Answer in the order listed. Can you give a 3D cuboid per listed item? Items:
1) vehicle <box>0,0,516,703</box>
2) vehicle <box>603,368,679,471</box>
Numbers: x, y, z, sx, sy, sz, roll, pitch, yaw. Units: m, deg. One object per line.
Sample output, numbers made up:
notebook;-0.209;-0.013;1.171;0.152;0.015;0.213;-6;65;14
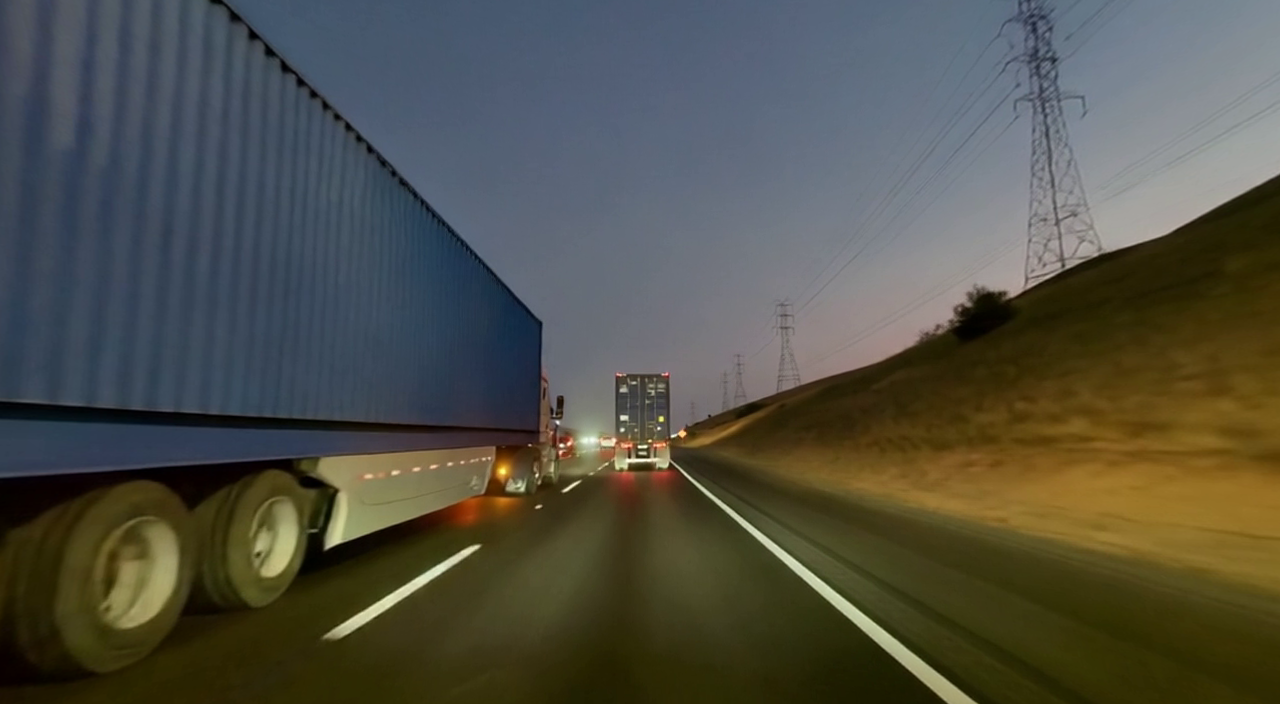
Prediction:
vehicle;-4.127;0.024;5.504;3.065;4.105;13.706;0;-8;1
vehicle;-0.043;3.488;30.867;3.006;4.120;11.586;0;-8;-1
